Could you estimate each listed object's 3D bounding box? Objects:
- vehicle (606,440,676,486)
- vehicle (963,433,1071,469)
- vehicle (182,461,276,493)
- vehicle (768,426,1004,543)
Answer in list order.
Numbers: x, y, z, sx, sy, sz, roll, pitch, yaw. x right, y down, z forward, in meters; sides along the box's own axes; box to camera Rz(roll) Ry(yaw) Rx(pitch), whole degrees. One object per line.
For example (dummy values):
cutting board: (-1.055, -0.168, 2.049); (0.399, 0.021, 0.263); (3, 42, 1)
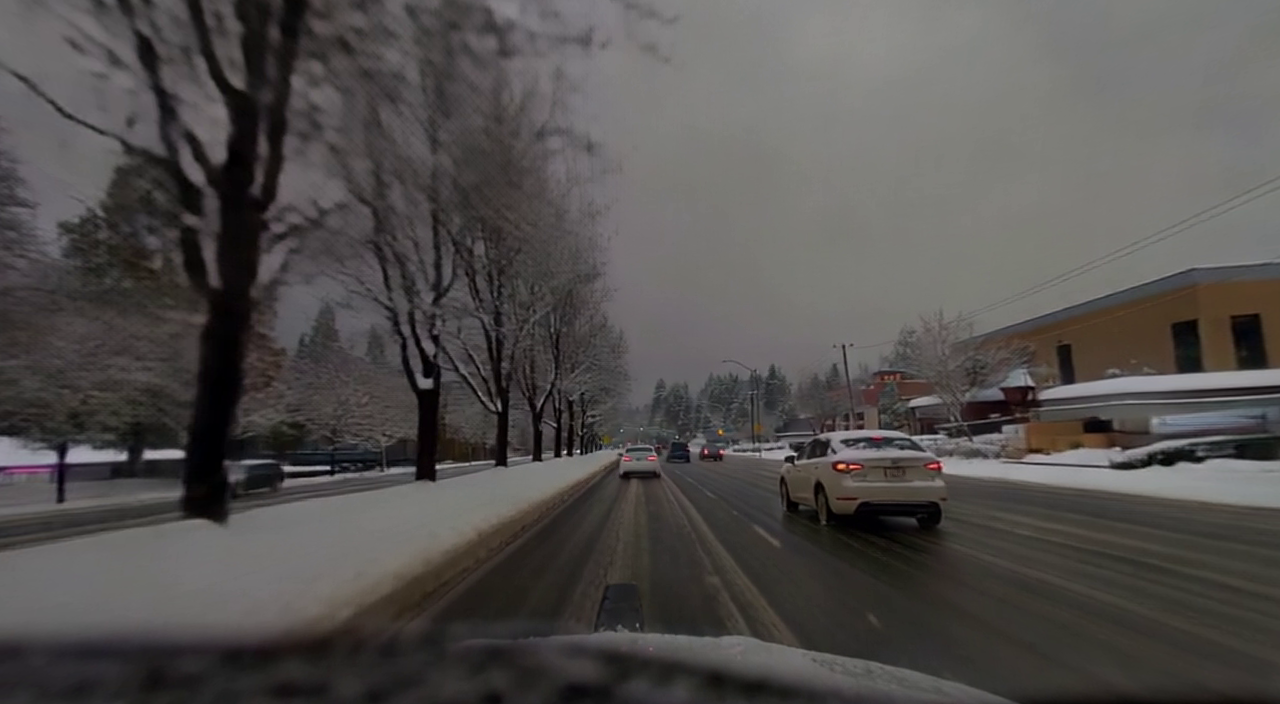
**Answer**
vehicle: (0.003, 3.998, 22.946); (2.289, 1.471, 4.477); (0, -9, 0)
vehicle: (21.319, 5.650, 36.112); (2.582, 1.849, 5.579); (0, -9, -1)
vehicle: (-22.592, 6.865, 34.989); (2.070, 1.613, 4.510); (-1, -9, 1)
vehicle: (3.613, 2.047, 10.360); (2.094, 1.480, 4.323); (0, -9, 0)
